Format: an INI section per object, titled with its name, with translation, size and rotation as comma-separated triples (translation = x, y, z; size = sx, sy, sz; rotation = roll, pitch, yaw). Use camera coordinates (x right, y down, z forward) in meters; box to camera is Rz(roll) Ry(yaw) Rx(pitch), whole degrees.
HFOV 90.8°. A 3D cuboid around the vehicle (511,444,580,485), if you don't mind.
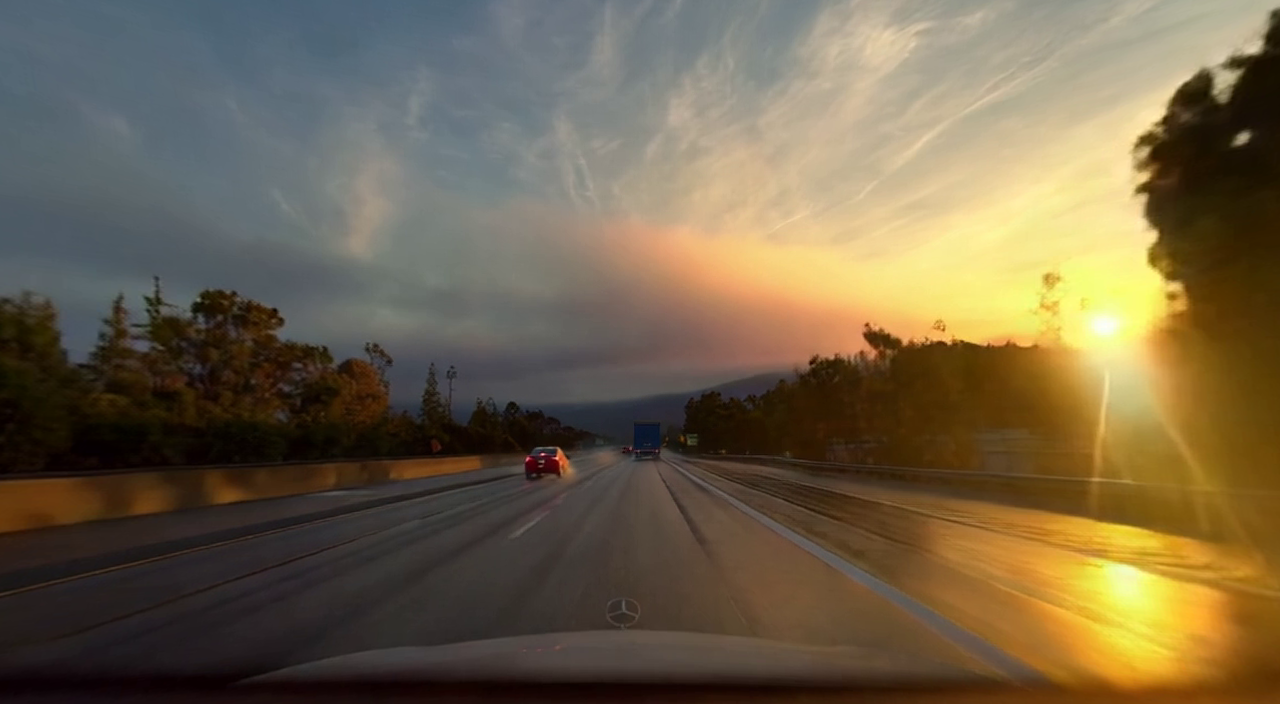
[vehicle]
translation = -3.893, 4.737, 26.847
size = 1.999, 1.533, 4.870
rotation = -1, -9, 2
